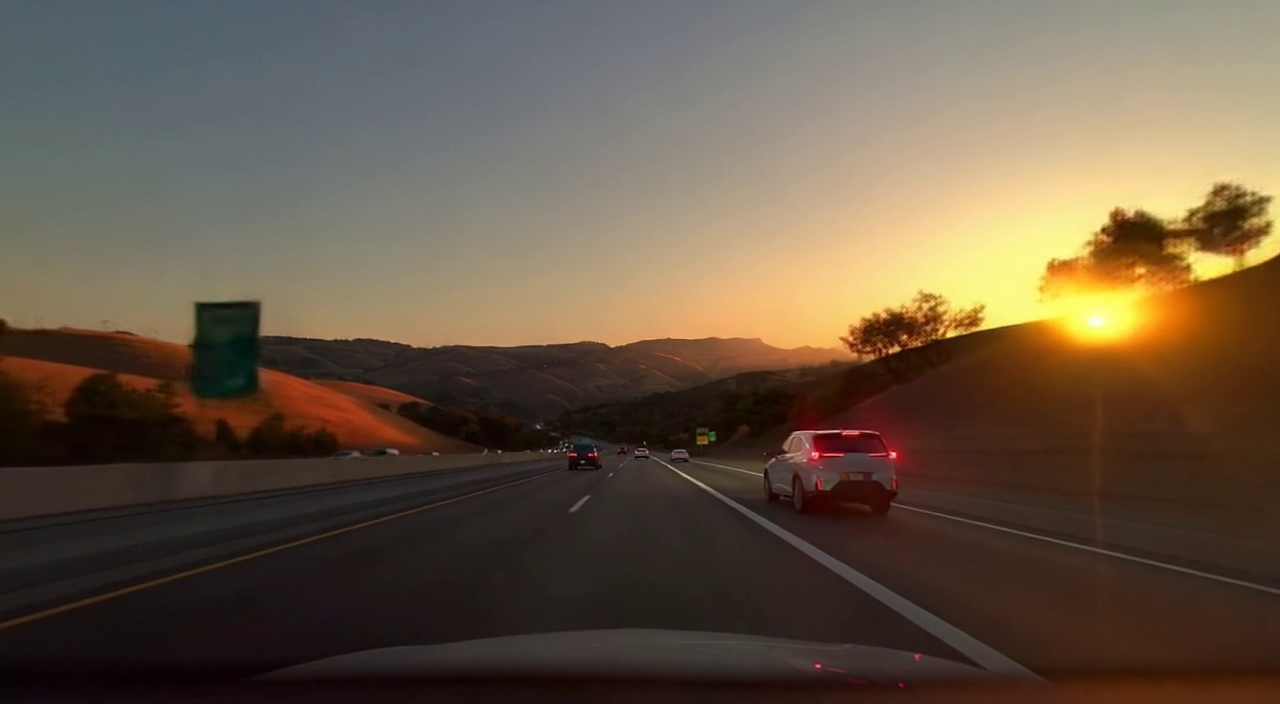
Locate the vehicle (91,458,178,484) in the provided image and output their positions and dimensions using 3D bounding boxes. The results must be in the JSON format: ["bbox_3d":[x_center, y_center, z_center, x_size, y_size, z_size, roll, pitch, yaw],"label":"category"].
[{"bbox_3d":[-32.688,7.678,40.875,1.849,1.530,4.531,0,-9,0],"label":"vehicle"}]

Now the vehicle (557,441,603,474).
[{"bbox_3d":[-3.225,5.767,34.641,2.070,1.707,4.309,0,-9,1],"label":"vehicle"}]
